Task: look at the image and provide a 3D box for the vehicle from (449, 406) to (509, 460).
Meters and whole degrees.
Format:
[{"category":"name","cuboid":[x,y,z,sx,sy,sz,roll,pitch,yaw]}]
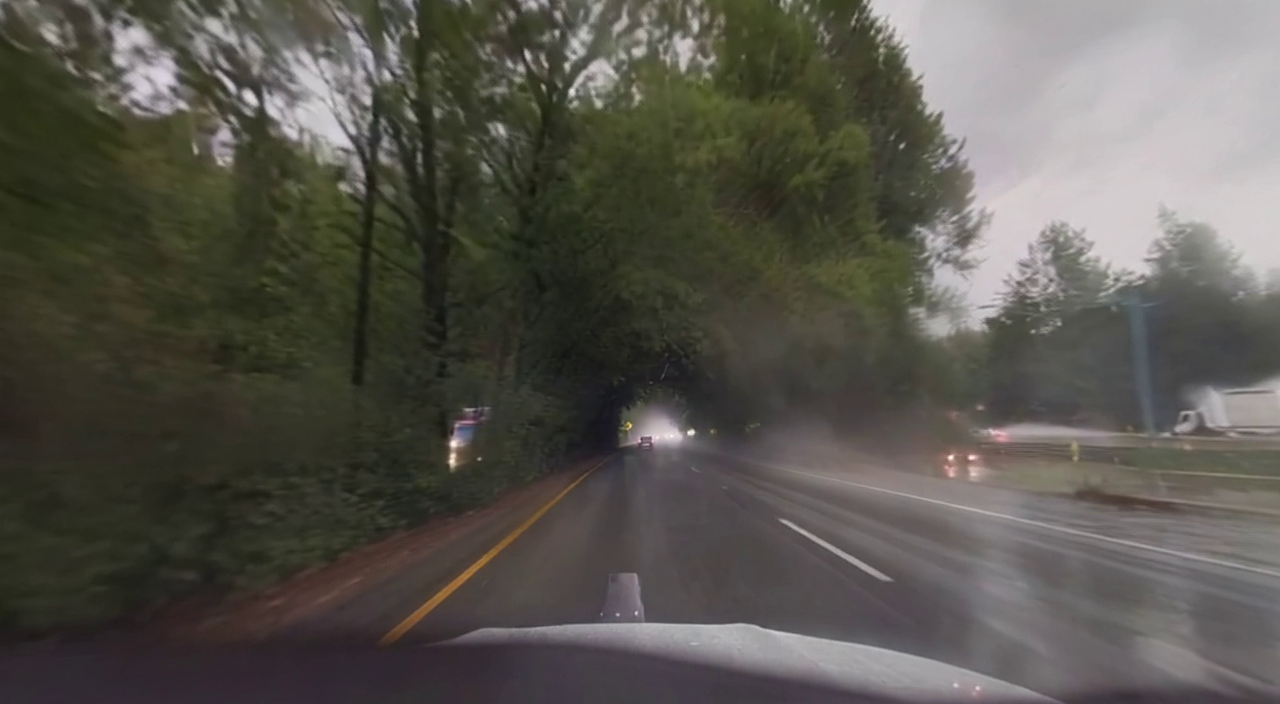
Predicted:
[{"category":"vehicle","cuboid":[-12.248,6.275,48.598,2.972,3.853,5.744,0,-8,1]}]
